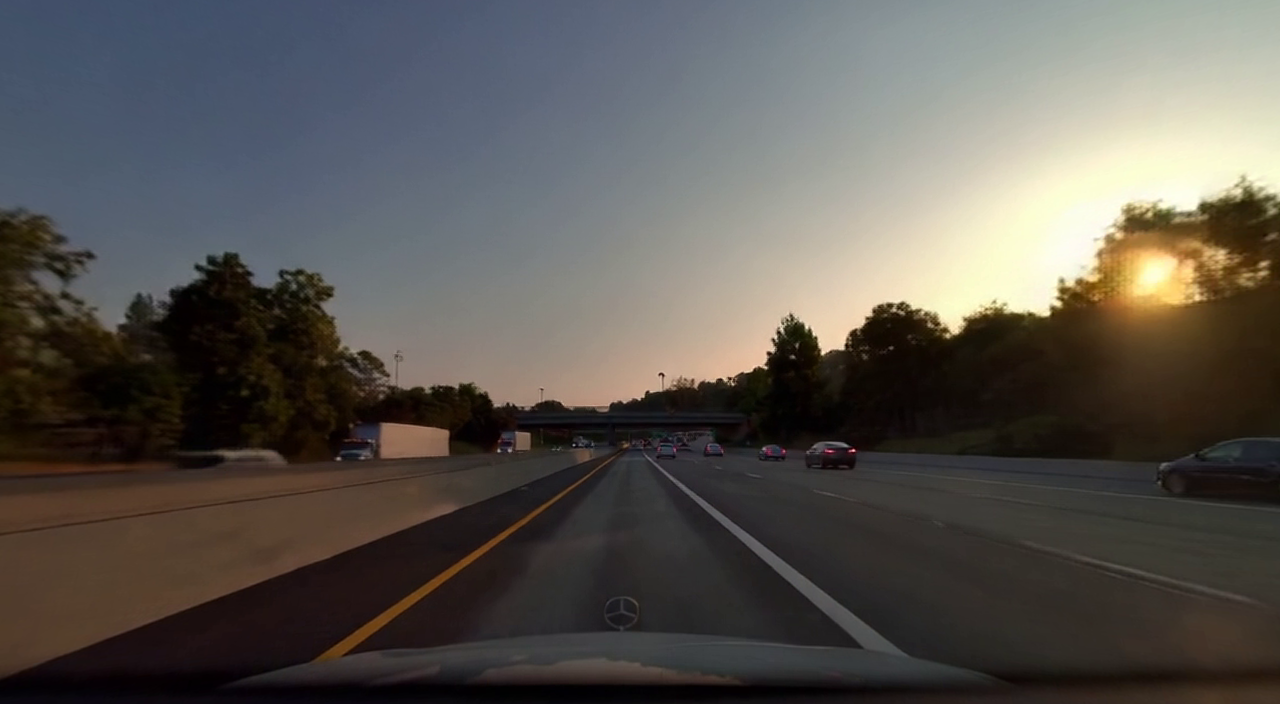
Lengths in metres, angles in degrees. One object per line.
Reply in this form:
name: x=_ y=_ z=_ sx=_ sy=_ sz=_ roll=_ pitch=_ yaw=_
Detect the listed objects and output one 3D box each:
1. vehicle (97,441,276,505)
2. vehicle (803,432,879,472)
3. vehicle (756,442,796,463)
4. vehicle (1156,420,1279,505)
vehicle: x=-12.634 y=3.368 z=18.035 sx=1.936 sy=1.573 sz=4.320 roll=0 pitch=-9 yaw=-1
vehicle: x=9.677 y=4.865 z=30.853 sx=2.098 sy=1.820 sz=4.505 roll=0 pitch=-8 yaw=-2
vehicle: x=10.164 y=7.563 z=47.613 sx=1.931 sy=1.479 sz=4.183 roll=0 pitch=-8 yaw=-2
vehicle: x=13.956 y=2.354 z=13.563 sx=1.957 sy=1.709 sz=4.387 roll=0 pitch=-8 yaw=-1
